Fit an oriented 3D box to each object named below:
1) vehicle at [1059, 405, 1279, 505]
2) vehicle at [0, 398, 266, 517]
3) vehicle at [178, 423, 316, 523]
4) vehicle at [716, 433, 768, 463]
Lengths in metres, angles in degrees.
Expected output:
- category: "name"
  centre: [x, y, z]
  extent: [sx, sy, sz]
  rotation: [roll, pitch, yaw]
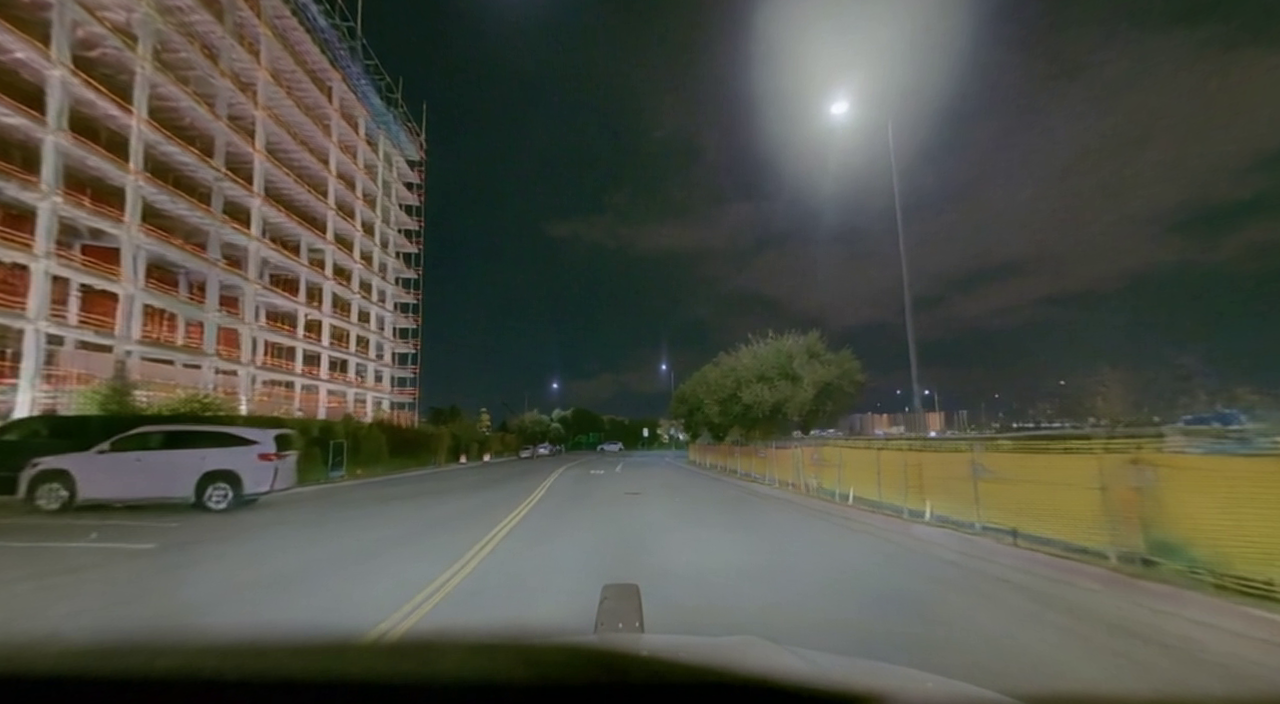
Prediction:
- category: "vehicle"
  centre: [11.302, 1.991, 12.344]
  extent: [4.709, 1.745, 2.141]
  rotation: [1, -8, -4]
- category: "vehicle"
  centre: [-14.467, 2.745, 16.724]
  extent: [7.067, 2.785, 2.980]
  rotation: [2, -8, -11]
- category: "vehicle"
  centre: [-9.013, 2.727, 14.748]
  extent: [1.515, 2.074, 2.668]
  rotation: [0, -7, -3]
- category: "vehicle"
  centre: [6.857, 6.562, 43.236]
  extent: [2.267, 1.911, 5.816]
  rotation: [1, -8, -4]
